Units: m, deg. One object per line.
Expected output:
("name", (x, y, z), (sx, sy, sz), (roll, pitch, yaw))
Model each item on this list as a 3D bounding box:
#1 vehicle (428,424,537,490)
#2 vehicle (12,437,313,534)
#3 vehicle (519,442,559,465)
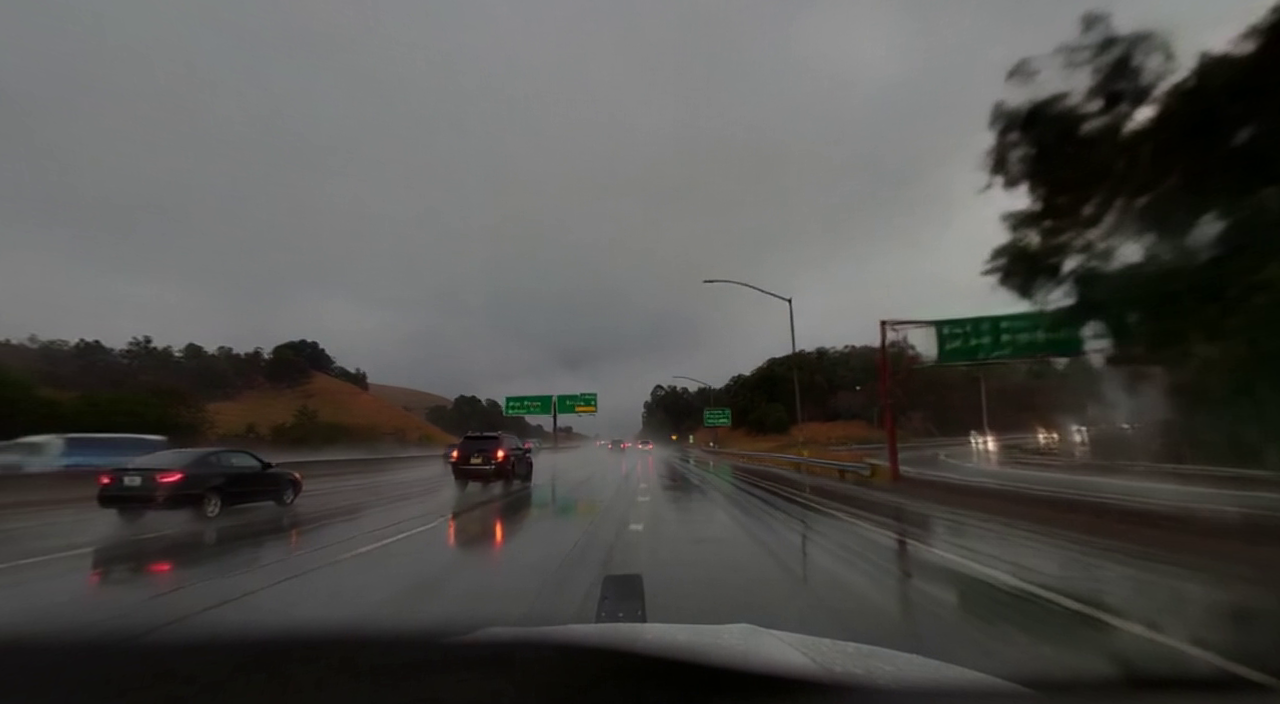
("vehicle", (-5.111, 3.503, 21.289), (2.219, 1.947, 4.924), (0, -9, 2))
("vehicle", (-8.863, 2.496, 12.477), (1.984, 1.508, 4.935), (0, -9, 2))
("vehicle", (-7.415, 7.476, 46.532), (2.069, 1.636, 4.483), (0, -9, 2))
